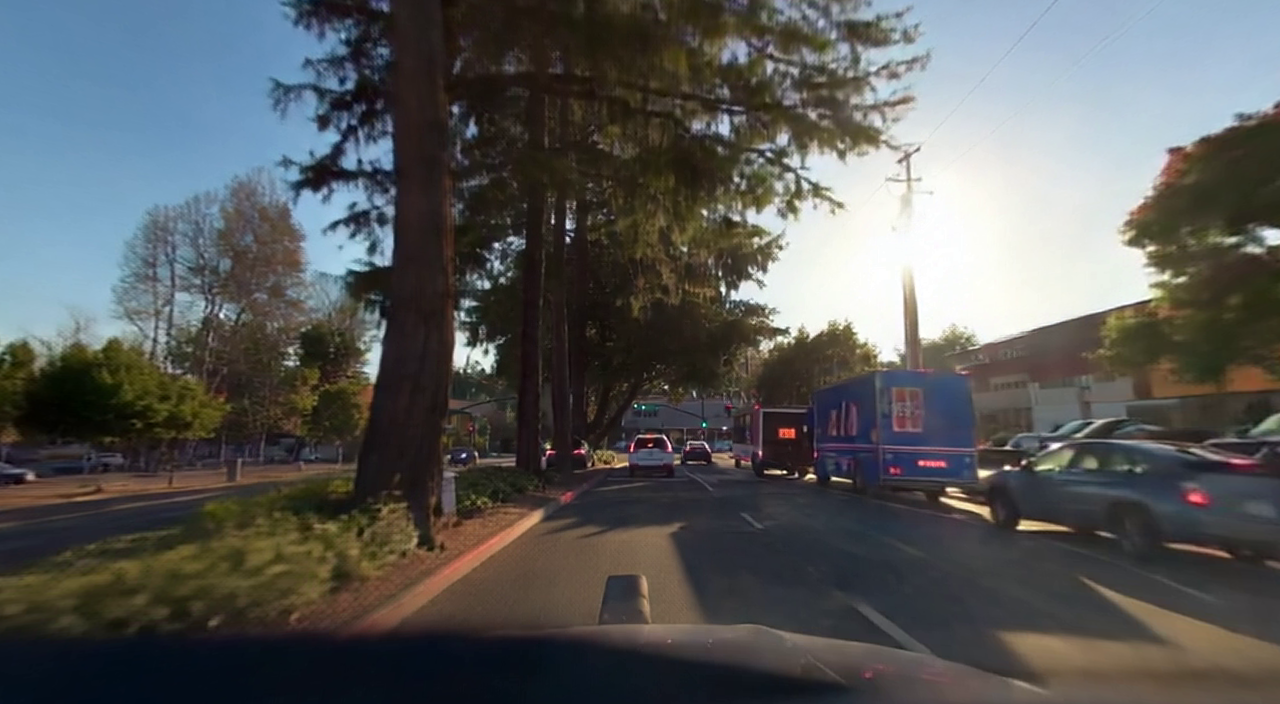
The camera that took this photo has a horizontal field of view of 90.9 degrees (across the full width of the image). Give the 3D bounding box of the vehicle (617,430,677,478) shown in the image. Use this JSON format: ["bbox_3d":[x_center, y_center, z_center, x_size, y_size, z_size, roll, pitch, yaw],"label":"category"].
[{"bbox_3d":[0.309,4.031,25.041,2.209,1.718,4.008,-1,-8,2],"label":"vehicle"}]

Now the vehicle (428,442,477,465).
[{"bbox_3d":[-13.756,7.460,46.588,1.928,1.497,4.446,-1,-7,4],"label":"vehicle"}]

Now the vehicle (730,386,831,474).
[{"bbox_3d":[6.985,4.251,33.275,2.816,3.804,10.315,-2,-9,0],"label":"vehicle"}]

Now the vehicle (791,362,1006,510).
[{"bbox_3d":[6.825,2.466,18.358,2.891,3.361,7.843,0,-8,0],"label":"vehicle"}]

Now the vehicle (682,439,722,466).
[{"bbox_3d":[3.713,6.137,38.575,2.075,1.540,4.411,0,-8,1],"label":"vehicle"}]

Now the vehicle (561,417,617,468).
[{"bbox_3d":[-2.969,5.521,38.509,2.715,2.791,7.171,0,-8,1],"label":"vehicle"}]

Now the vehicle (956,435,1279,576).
[{"bbox_3d":[6.662,1.966,9.016,1.980,1.473,4.537,0,-8,1],"label":"vehicle"}]

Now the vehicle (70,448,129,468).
[{"bbox_3d":[-41.382,8.086,48.396,1.795,1.416,4.294,2,-9,-16],"label":"vehicle"}]

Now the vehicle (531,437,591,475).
[{"bbox_3d":[-3.338,4.475,27.478,2.008,1.500,4.369,0,-8,1],"label":"vehicle"}]
